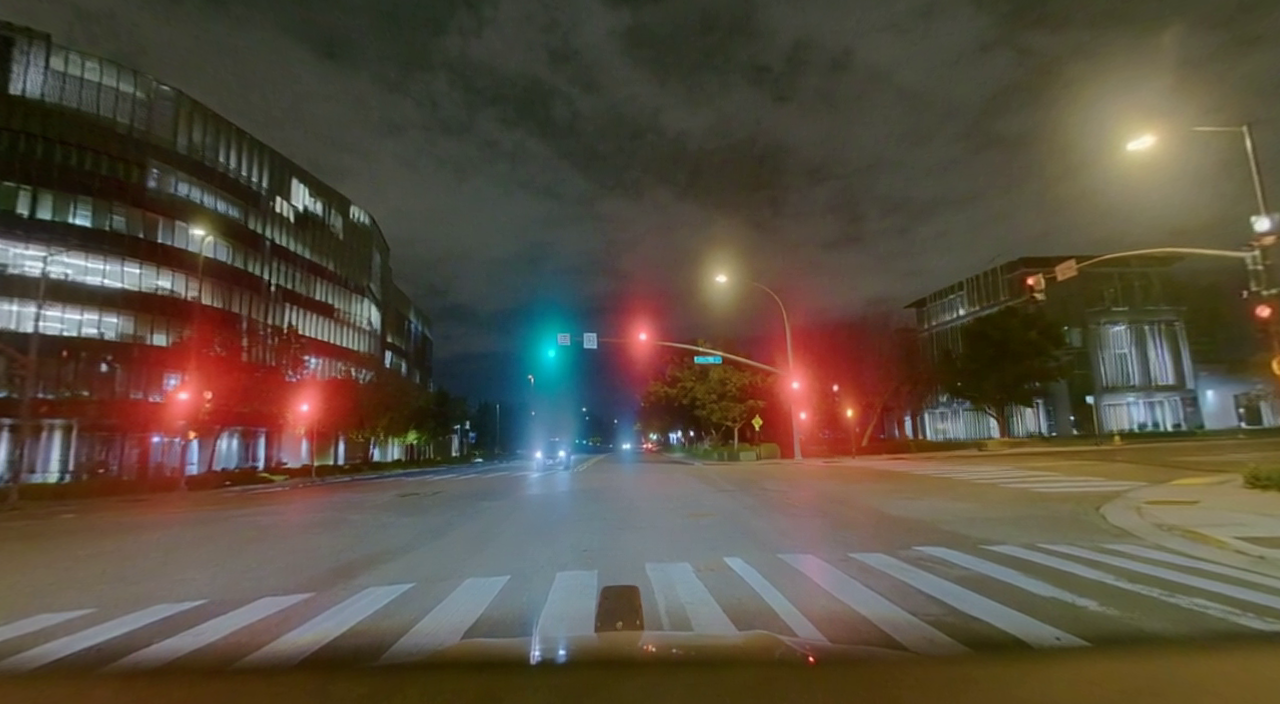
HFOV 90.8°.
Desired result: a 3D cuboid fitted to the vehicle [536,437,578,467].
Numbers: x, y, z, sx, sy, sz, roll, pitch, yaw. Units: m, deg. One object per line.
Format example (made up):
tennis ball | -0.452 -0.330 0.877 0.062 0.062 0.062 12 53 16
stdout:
vehicle | -4.845 5.907 37.458 1.988 1.666 4.074 0 -9 0
